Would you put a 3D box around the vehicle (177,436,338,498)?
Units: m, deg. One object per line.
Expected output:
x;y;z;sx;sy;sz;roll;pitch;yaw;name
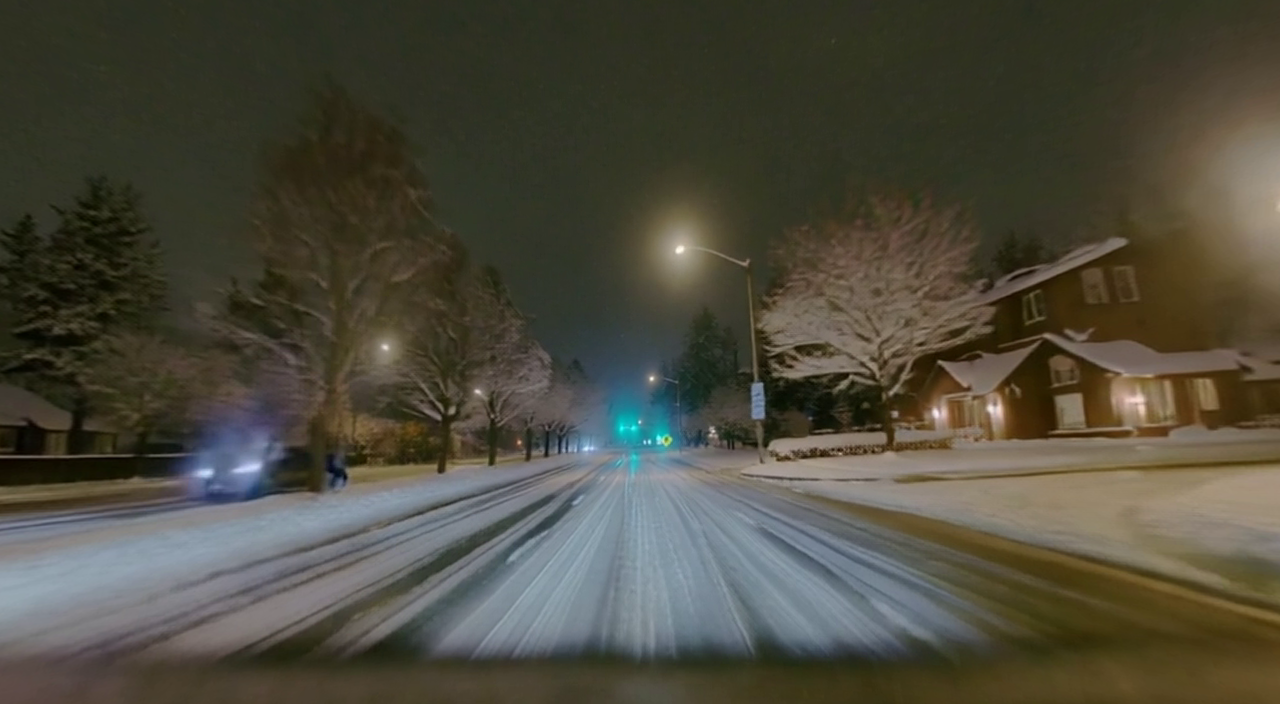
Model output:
-11.491;3.451;19.463;2.070;1.669;4.576;0;-8;0;vehicle
